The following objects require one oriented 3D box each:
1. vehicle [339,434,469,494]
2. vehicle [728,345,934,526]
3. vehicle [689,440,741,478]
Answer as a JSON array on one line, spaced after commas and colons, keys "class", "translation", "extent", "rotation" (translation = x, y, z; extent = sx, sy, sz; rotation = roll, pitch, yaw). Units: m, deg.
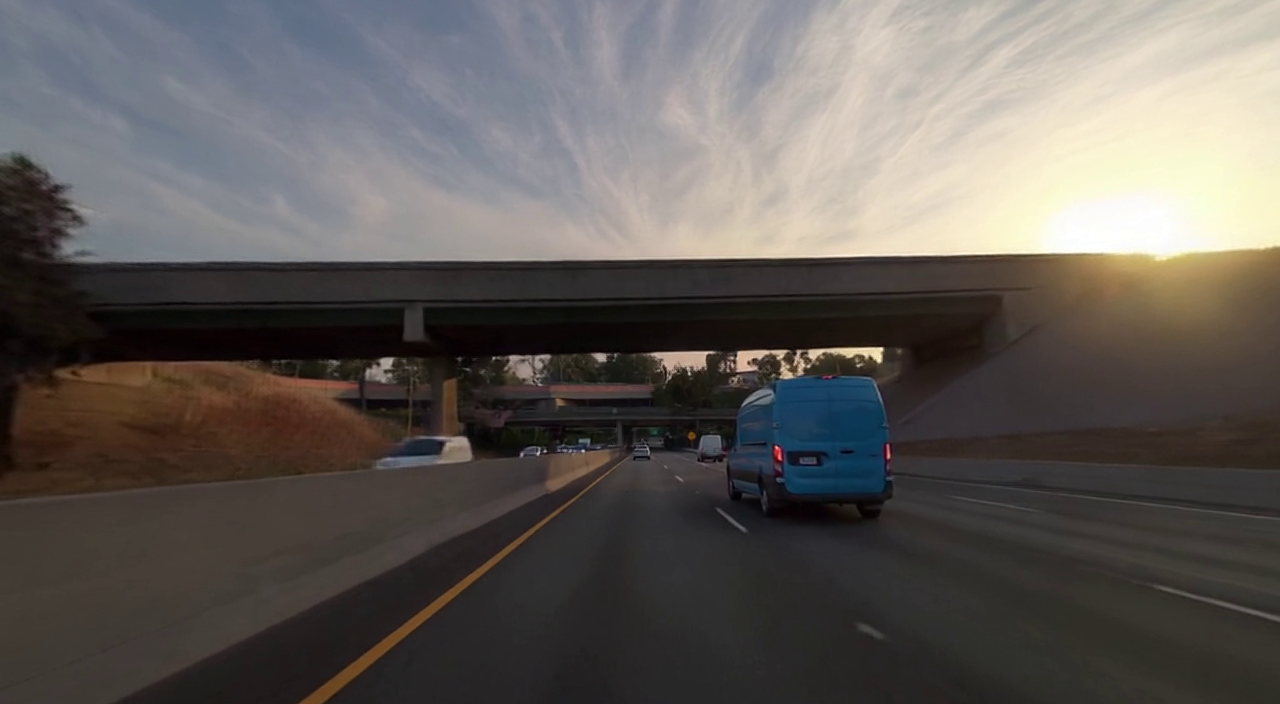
[{"class": "vehicle", "translation": [-7.200, 3.478, 19.919], "extent": [2.317, 1.632, 4.613], "rotation": [0, -9, 0]}, {"class": "vehicle", "translation": [3.807, 1.962, 14.499], "extent": [2.460, 3.155, 6.902], "rotation": [0, -9, 0]}, {"class": "vehicle", "translation": [3.593, 5.226, 31.013], "extent": [2.009, 1.731, 4.149], "rotation": [0, -9, -1]}]
